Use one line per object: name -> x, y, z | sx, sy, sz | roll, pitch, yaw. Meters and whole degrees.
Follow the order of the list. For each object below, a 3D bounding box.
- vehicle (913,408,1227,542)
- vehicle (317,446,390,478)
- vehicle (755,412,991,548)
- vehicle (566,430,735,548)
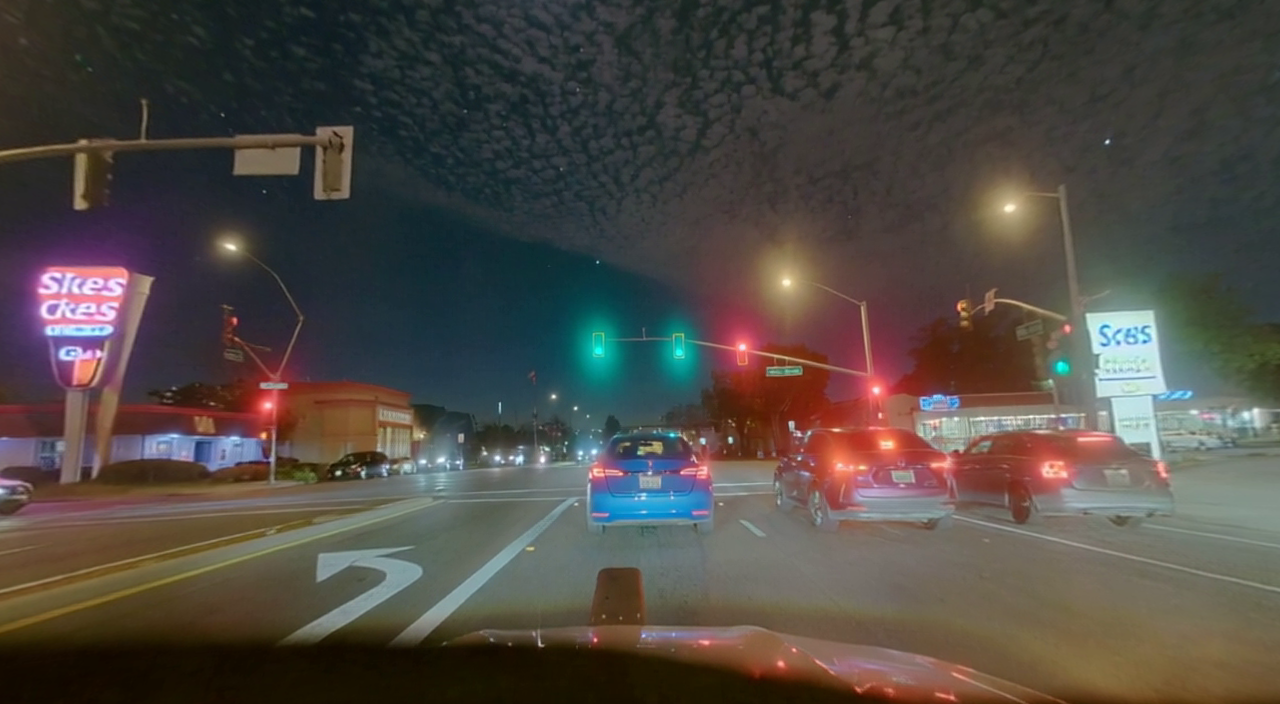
vehicle -> 6.460, 1.898, 10.298 | 2.009, 1.700, 4.275 | 0, -8, -1
vehicle -> -18.585, 7.138, 41.306 | 2.324, 1.911, 5.610 | 0, -8, -2
vehicle -> 3.272, 1.910, 10.105 | 1.973, 1.633, 4.717 | 0, -8, 0
vehicle -> 0.097, 2.035, 10.093 | 2.135, 1.468, 4.076 | 0, -8, -1
